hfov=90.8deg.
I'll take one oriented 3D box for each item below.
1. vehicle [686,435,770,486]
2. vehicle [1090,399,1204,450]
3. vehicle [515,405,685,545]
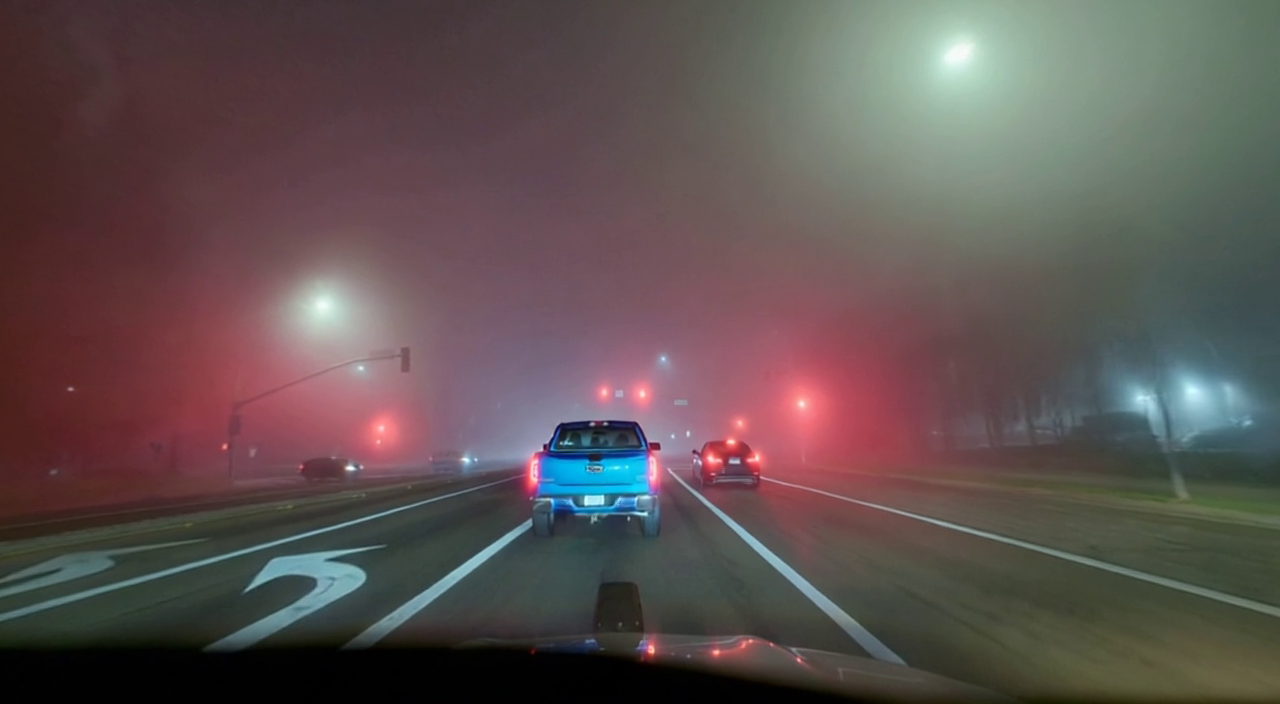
[{"bbox_3d":[2.772,3.552,20.998,2.073,1.484,4.437,0,-8,-1],"label":"vehicle"},{"bbox_3d":[30.382,4.432,38.047,2.892,2.881,4.178,2,-9,-16],"label":"vehicle"},{"bbox_3d":[-0.526,1.903,10.434,2.145,1.762,4.731,0,-8,-1],"label":"vehicle"}]
